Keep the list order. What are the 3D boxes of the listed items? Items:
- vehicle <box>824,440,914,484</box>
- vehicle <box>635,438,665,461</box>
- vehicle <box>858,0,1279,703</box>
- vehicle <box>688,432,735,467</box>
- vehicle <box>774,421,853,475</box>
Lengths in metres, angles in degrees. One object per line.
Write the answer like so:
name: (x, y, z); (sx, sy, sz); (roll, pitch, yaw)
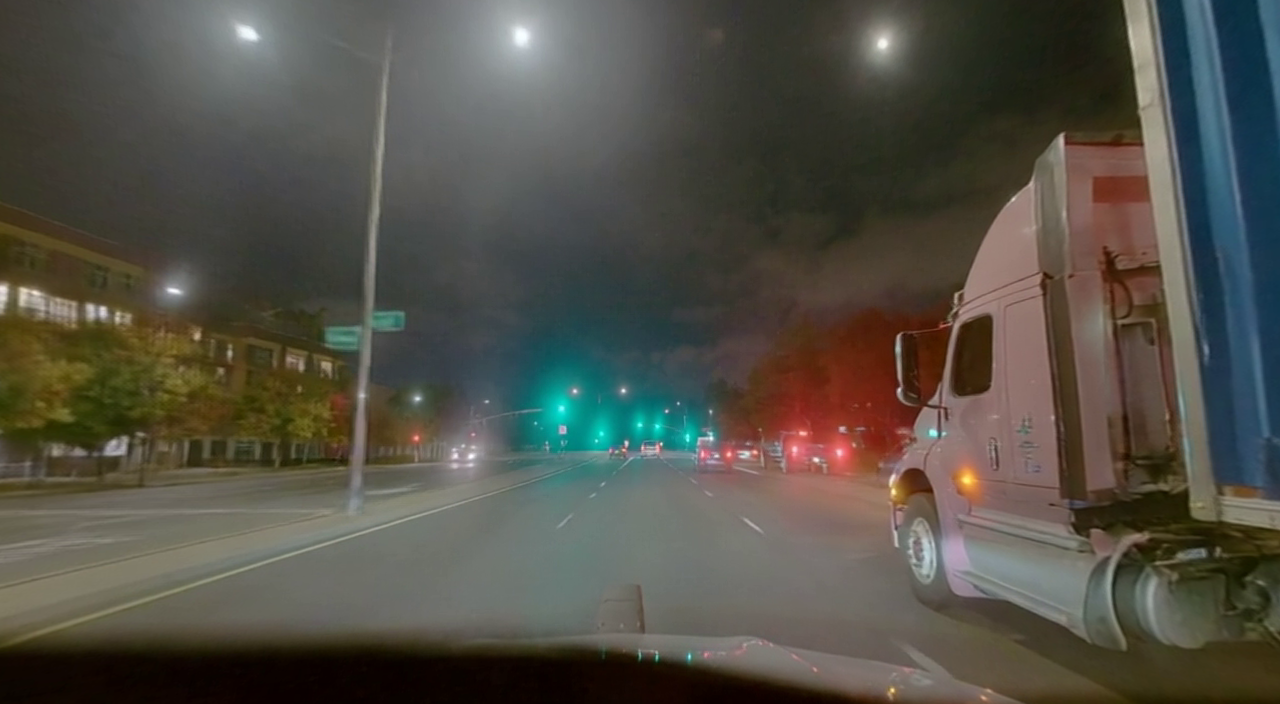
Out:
vehicle: (8.139, 3.938, 22.833); (1.733, 1.441, 4.073); (0, -8, 0)
vehicle: (0.838, 7.598, 49.294); (2.276, 1.704, 3.925); (0, -8, 2)
vehicle: (3.697, -0.266, 2.252); (3.006, 3.679, 8.506); (0, -8, 2)
vehicle: (4.130, 5.690, 37.003); (2.196, 1.908, 4.412); (0, -8, 0)
vehicle: (8.175, 4.594, 30.286); (2.539, 2.328, 4.769); (0, -8, 2)
